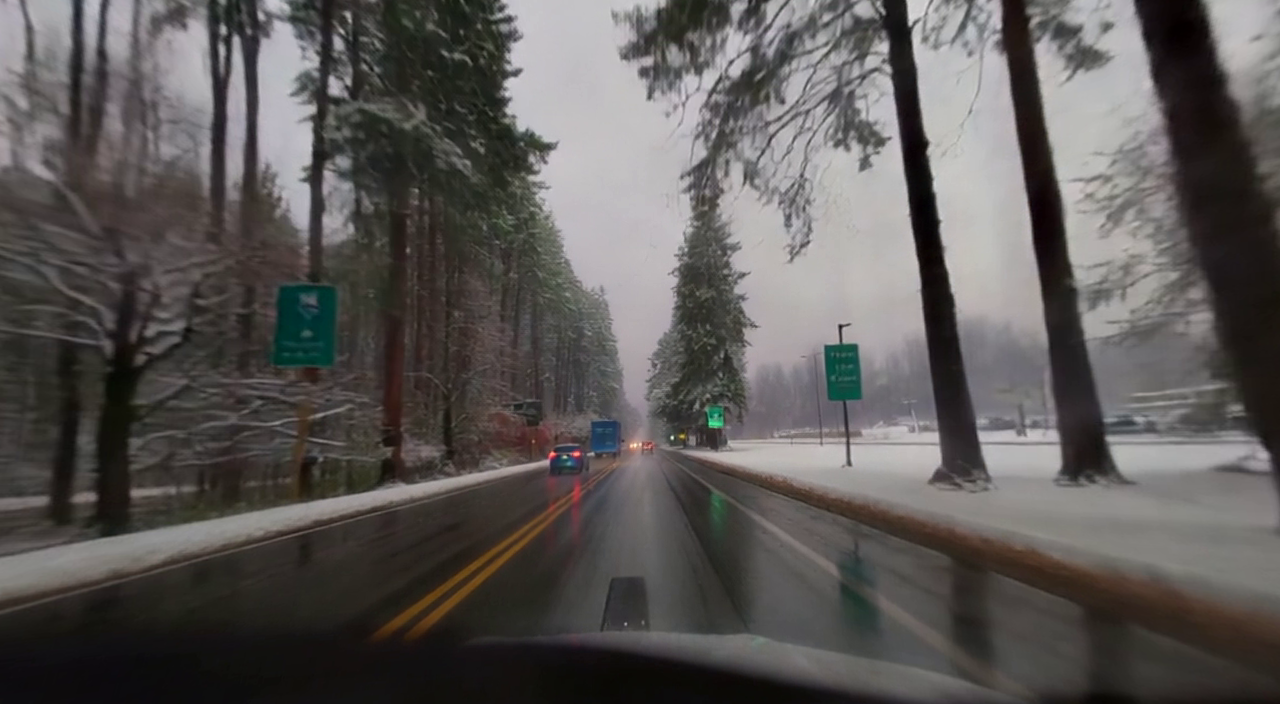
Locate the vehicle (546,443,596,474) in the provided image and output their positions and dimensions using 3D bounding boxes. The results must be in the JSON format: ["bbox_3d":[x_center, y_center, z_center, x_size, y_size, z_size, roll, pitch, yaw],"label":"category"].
[{"bbox_3d":[-3.460,5.408,32.224,2.005,1.462,4.345,0,-8,1],"label":"vehicle"}]
